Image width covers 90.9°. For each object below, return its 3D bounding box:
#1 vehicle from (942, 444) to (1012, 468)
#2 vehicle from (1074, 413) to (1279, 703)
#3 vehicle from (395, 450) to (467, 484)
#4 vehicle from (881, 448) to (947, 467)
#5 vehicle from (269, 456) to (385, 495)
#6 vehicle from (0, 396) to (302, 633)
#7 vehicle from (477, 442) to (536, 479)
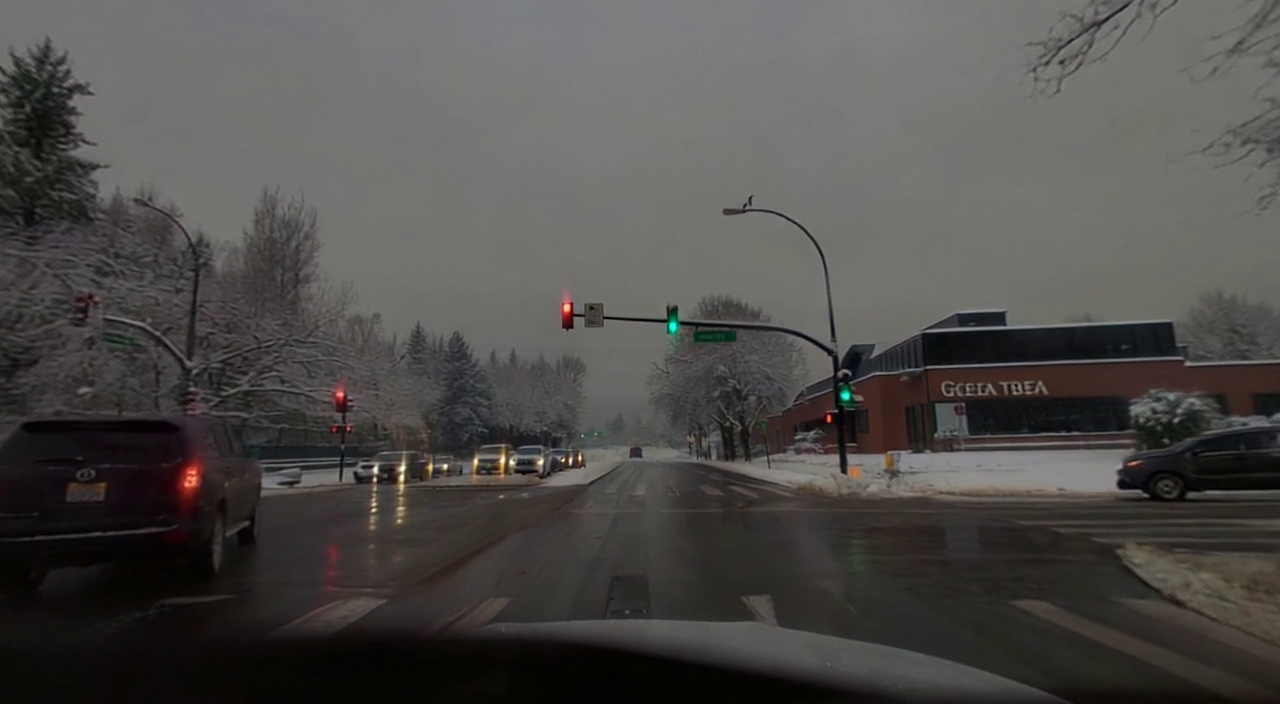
[{"bbox_3d":[21.485,6.628,40.212,3.576,1.425,1.702,2,-8,-11],"label":"vehicle"},{"bbox_3d":[3.568,0.849,1.516,1.966,1.490,4.429,0,-8,2],"label":"vehicle"},{"bbox_3d":[-10.611,5.874,32.483,2.041,1.548,4.868,0,-8,0],"label":"vehicle"},{"bbox_3d":[20.551,7.929,47.365,4.120,1.340,1.654,-1,-8,5],"label":"vehicle"},{"bbox_3d":[-13.654,5.388,27.881,2.011,1.480,4.747,-2,-9,12],"label":"vehicle"},{"bbox_3d":[-5.378,1.570,7.141,2.000,1.789,4.638,3,-9,-20],"label":"vehicle"},{"bbox_3d":[-7.144,5.825,34.236,2.081,1.818,4.782,0,-8,1],"label":"vehicle"}]
